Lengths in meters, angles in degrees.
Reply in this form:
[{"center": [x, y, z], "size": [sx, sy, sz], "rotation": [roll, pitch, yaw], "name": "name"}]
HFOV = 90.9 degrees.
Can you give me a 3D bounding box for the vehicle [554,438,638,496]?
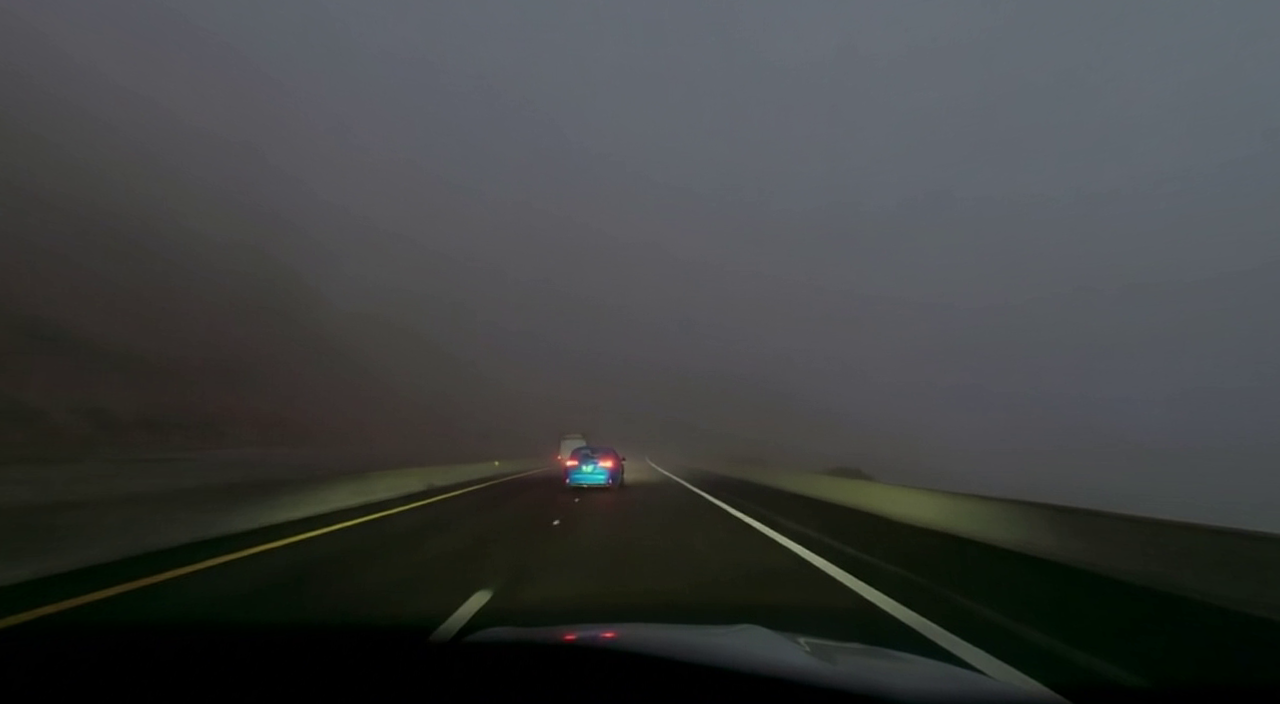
[{"center": [-1.203, 3.456, 19.264], "size": [2.097, 1.511, 4.585], "rotation": [-1, -9, 2], "name": "vehicle"}]
